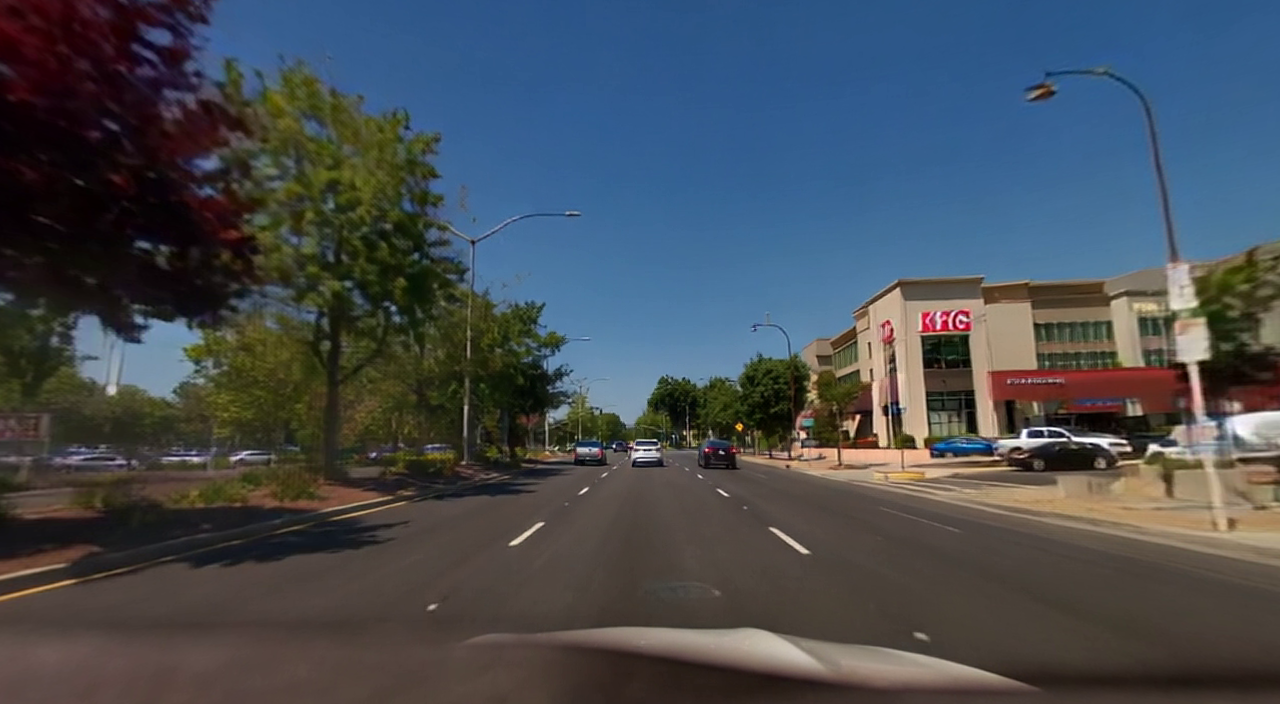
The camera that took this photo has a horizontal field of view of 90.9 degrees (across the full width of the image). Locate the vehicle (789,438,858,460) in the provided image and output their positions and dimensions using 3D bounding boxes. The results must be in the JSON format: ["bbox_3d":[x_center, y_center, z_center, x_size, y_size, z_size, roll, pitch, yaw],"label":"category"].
[{"bbox_3d":[13.246,7.032,45.718,4.622,1.469,1.934,-2,-9,10],"label":"vehicle"}]

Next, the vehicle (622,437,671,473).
[{"bbox_3d":[0.270,4.601,28.408,2.059,1.477,4.216,0,-8,0],"label":"vehicle"}]

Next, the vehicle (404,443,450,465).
[{"bbox_3d":[-15.520,7.440,46.092,1.796,1.466,4.362,0,-8,1],"label":"vehicle"}]

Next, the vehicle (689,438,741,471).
[{"bbox_3d":[3.608,5.047,31.270,2.012,1.462,4.400,0,-8,0],"label":"vehicle"}]

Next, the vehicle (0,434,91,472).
[{"bbox_3d":[-35.500,5.706,35.986,2.578,1.973,6.455,1,-8,-1],"label":"vehicle"}]

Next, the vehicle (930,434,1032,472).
[{"bbox_3d":[15.096,4.486,28.239,2.099,1.526,4.555,-1,-8,2],"label":"vehicle"}]

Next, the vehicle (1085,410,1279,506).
[{"bbox_3d":[13.094,2.234,13.631,5.144,1.834,2.188,-2,-9,2],"label":"vehicle"}]

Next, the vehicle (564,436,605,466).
[{"bbox_3d":[-3.182,5.807,37.082,1.995,1.607,4.086,0,-8,1],"label":"vehicle"}]
